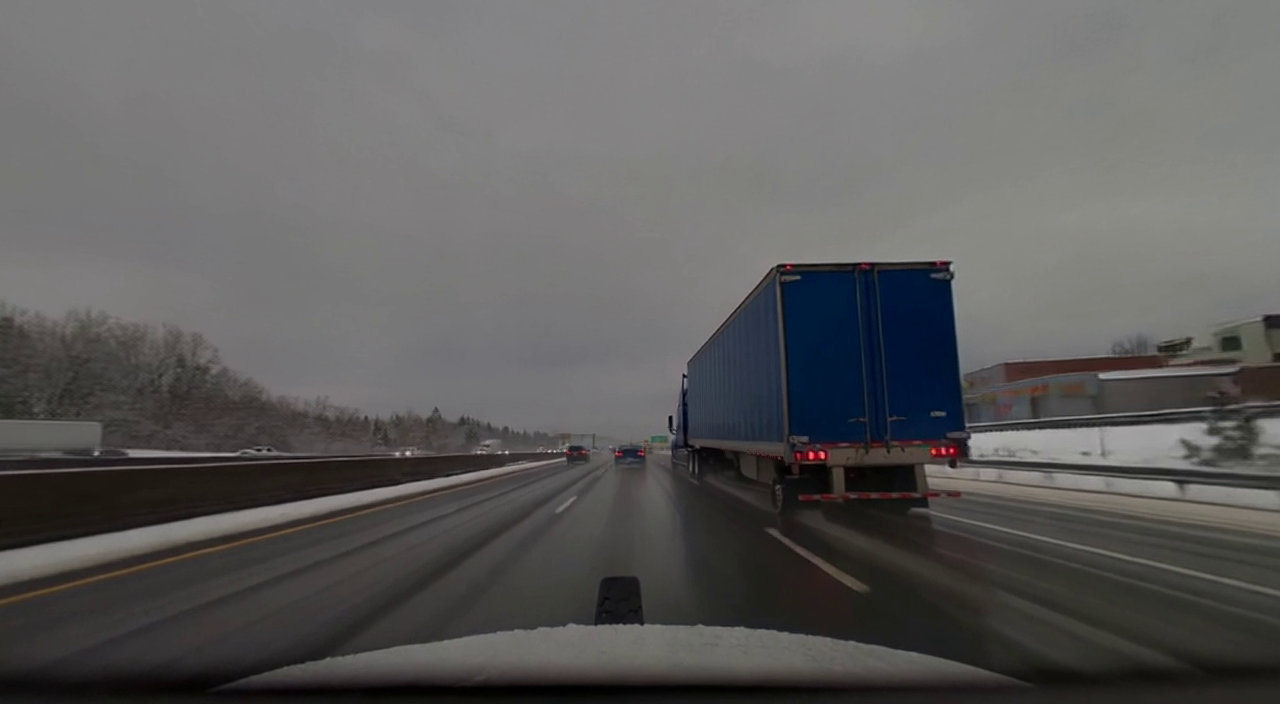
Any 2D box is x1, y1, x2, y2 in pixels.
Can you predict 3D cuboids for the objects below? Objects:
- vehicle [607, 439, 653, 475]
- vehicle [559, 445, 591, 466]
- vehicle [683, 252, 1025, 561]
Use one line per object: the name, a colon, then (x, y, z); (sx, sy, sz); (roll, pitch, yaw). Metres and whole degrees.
vehicle: (-0.493, 5.371, 32.518); (2.191, 1.685, 4.015); (0, -9, 0)
vehicle: (-4.862, 7.823, 47.727); (1.995, 1.491, 4.317); (0, -9, -1)
vehicle: (3.342, 1.870, 16.372); (2.996, 4.123, 15.965); (0, -9, -1)
